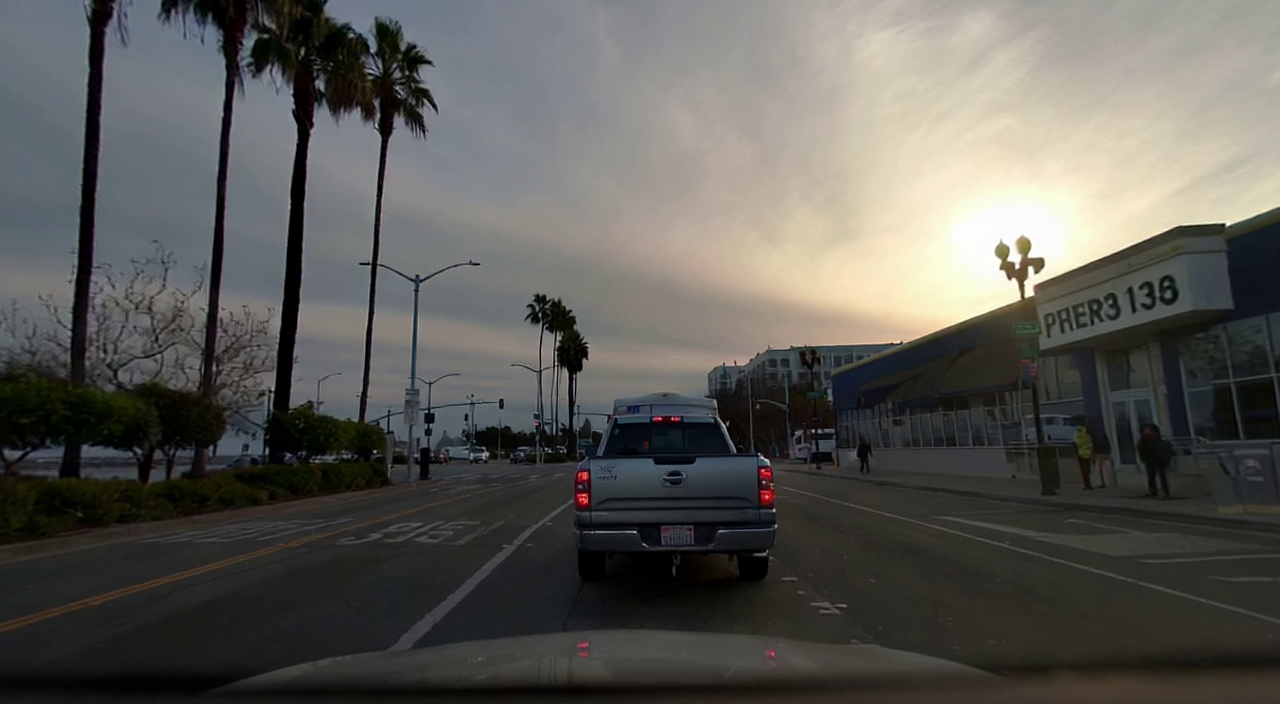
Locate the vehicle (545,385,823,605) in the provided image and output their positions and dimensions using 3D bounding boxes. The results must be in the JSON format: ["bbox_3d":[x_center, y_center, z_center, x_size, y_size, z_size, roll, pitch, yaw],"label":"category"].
[{"bbox_3d":[0.415,1.584,7.977,2.311,1.819,5.255,0,-8,1],"label":"vehicle"}]

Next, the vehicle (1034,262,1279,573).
[{"bbox_3d":[7.867,0.884,8.573,2.666,3.345,3.622,-3,-9,7],"label":"vehicle"}]
